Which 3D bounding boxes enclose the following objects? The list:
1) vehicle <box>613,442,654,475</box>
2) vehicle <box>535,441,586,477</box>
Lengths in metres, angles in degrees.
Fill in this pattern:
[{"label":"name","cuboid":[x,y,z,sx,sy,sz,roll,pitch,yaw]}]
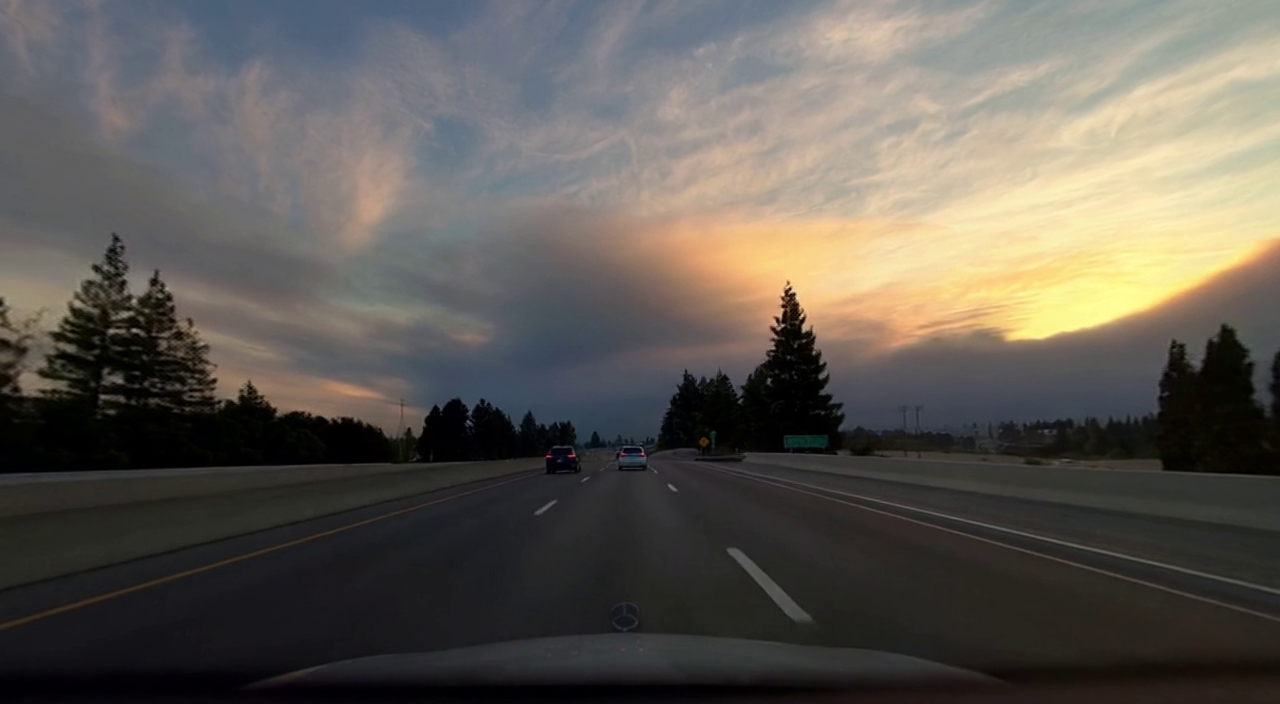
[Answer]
[{"label":"vehicle","cuboid":[-0.340,5.832,34.573,2.130,1.684,3.826,0,-8,0]},{"label":"vehicle","cuboid":[-4.133,5.664,33.658,2.130,1.741,4.665,0,-8,0]}]
